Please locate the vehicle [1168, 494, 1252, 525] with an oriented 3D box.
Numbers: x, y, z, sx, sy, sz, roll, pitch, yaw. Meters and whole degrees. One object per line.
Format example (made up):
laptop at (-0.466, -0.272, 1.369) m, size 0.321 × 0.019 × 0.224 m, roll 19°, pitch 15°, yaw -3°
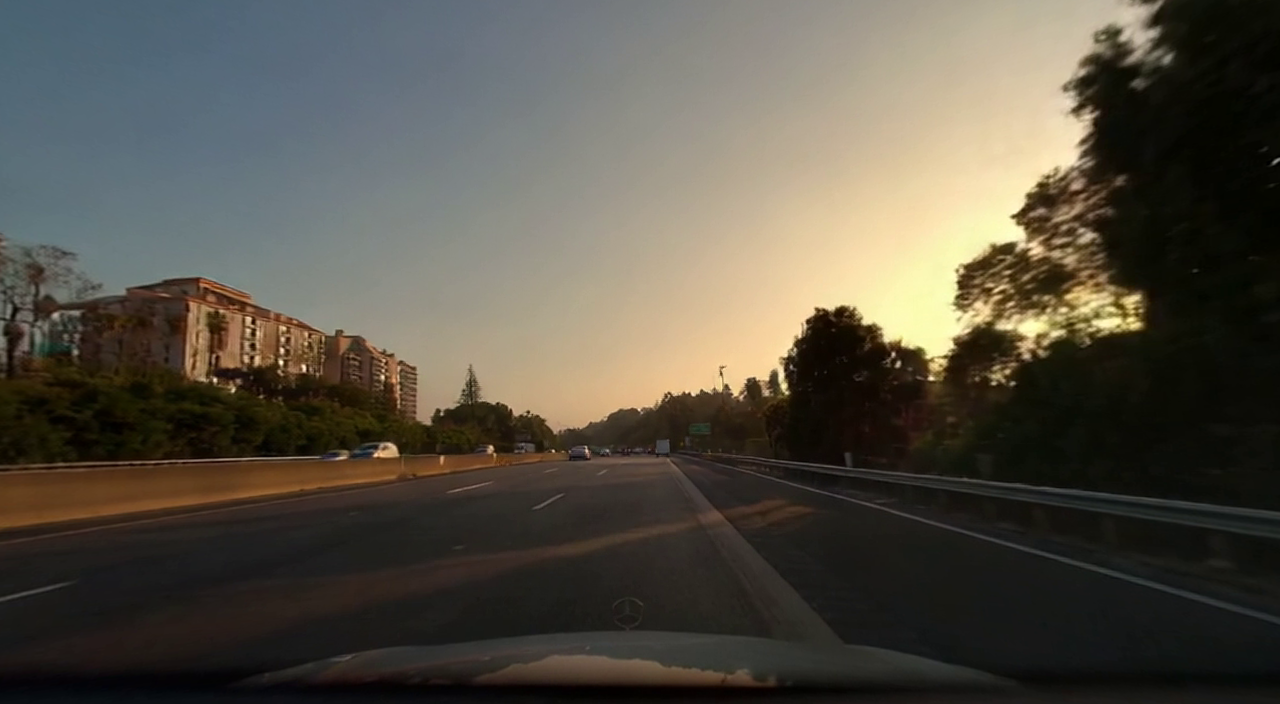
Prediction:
vehicle at (42.378, 11.668, 46.722) m, size 4.192 × 1.670 × 2.096 m, roll -3°, pitch -5°, yaw -4°
